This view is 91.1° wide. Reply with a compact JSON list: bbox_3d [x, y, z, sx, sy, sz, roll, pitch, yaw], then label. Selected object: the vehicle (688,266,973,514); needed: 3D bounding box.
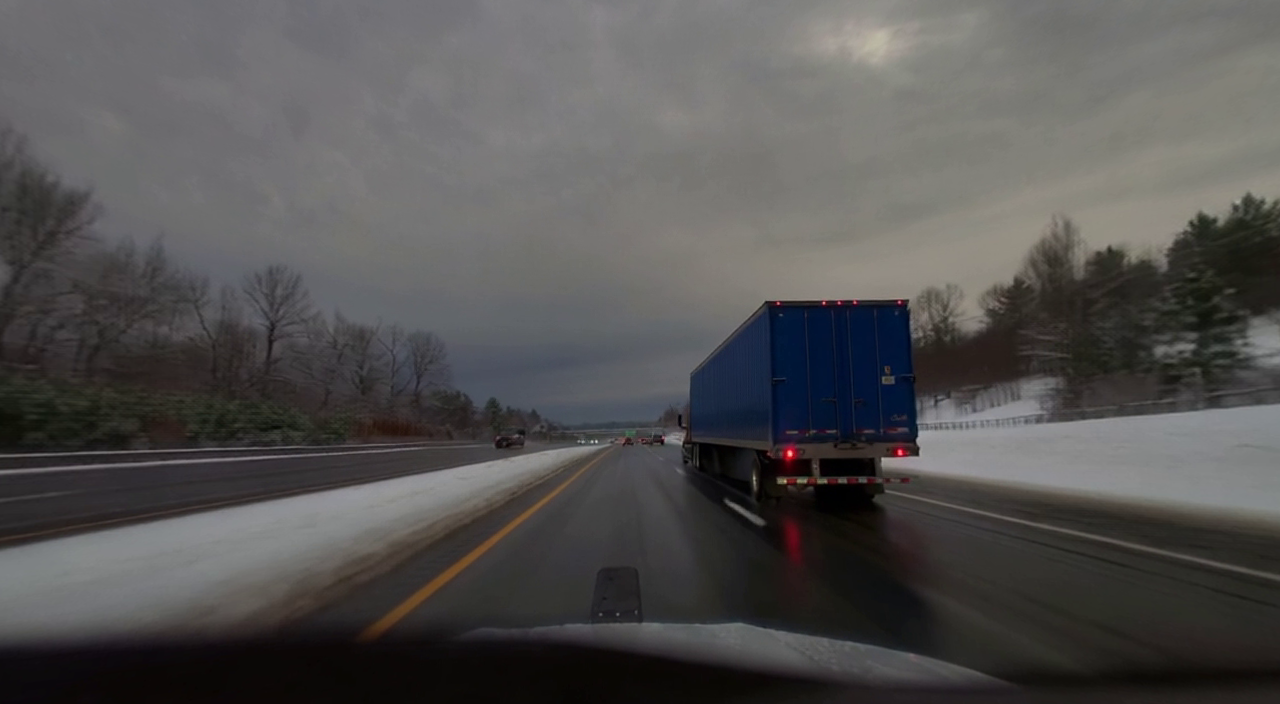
[{"bbox_3d":[3.875,1.748,19.310,3.203,4.273,17.131,0,-8,-1],"label":"vehicle"}]
